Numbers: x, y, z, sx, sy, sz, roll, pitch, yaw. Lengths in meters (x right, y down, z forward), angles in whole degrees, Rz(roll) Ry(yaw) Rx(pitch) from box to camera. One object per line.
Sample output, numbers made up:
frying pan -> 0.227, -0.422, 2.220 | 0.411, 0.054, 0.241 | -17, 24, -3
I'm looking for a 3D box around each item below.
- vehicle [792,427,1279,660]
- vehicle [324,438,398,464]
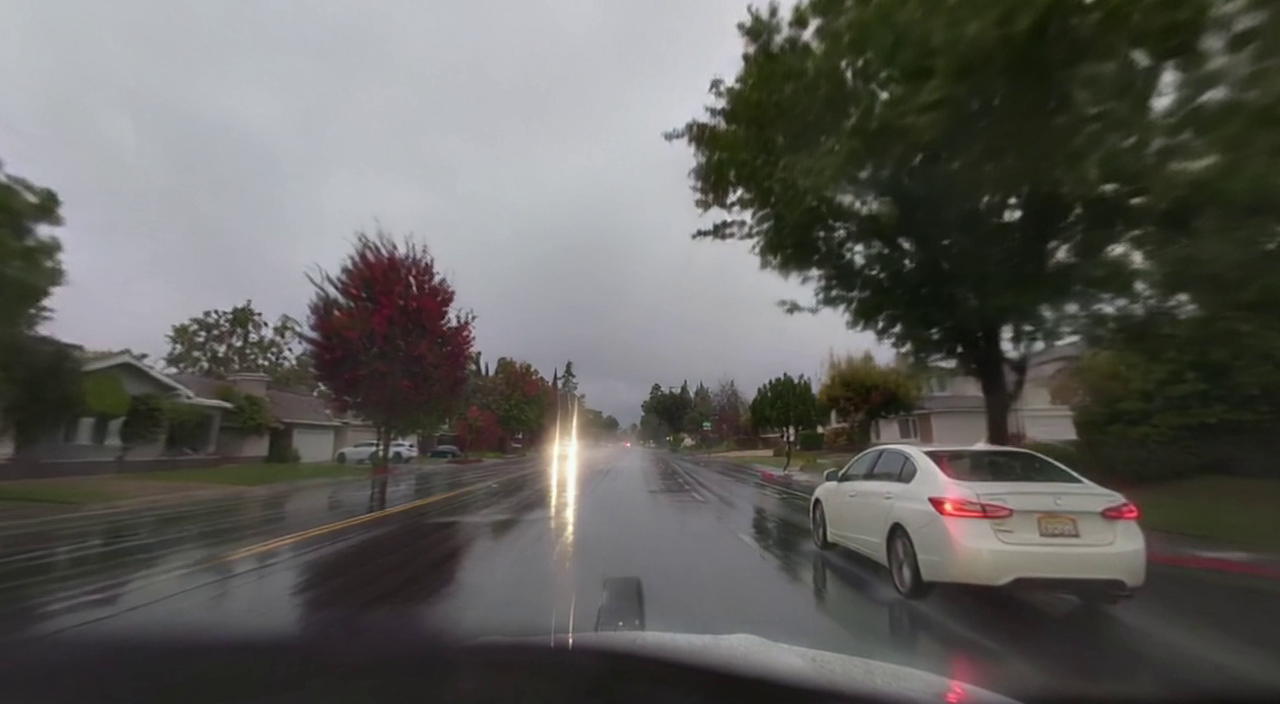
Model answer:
vehicle -> 3.101, 1.558, 6.292 | 2.057, 1.493, 4.225 | 0, -8, -1
vehicle -> -20.631, 7.334, 46.798 | 4.445, 1.822, 2.095 | -1, -8, 4
